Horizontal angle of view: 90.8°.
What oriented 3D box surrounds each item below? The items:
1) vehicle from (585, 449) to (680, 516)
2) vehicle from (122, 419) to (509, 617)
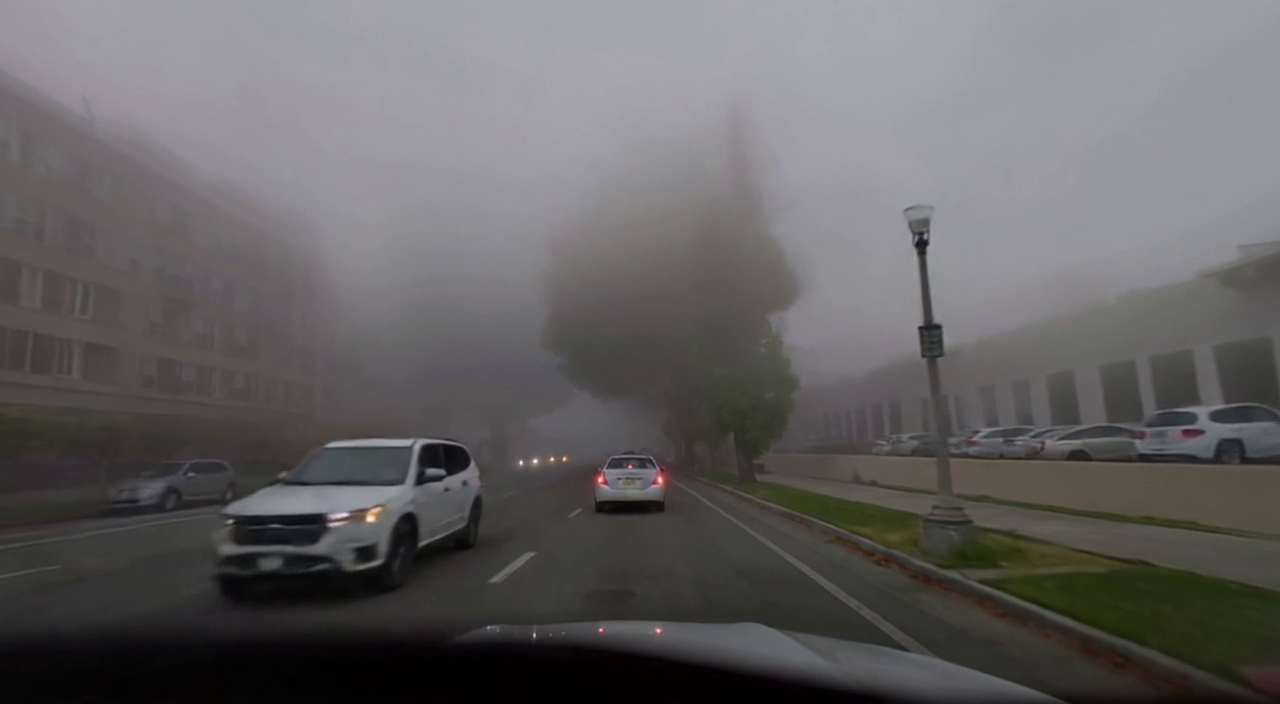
[{"bbox_3d":[-0.179,3.293,16.369,2.116,1.479,4.358,0,-10,0],"label":"vehicle"},{"bbox_3d":[-3.316,1.839,7.940,2.294,1.695,4.792,0,-10,0],"label":"vehicle"}]
